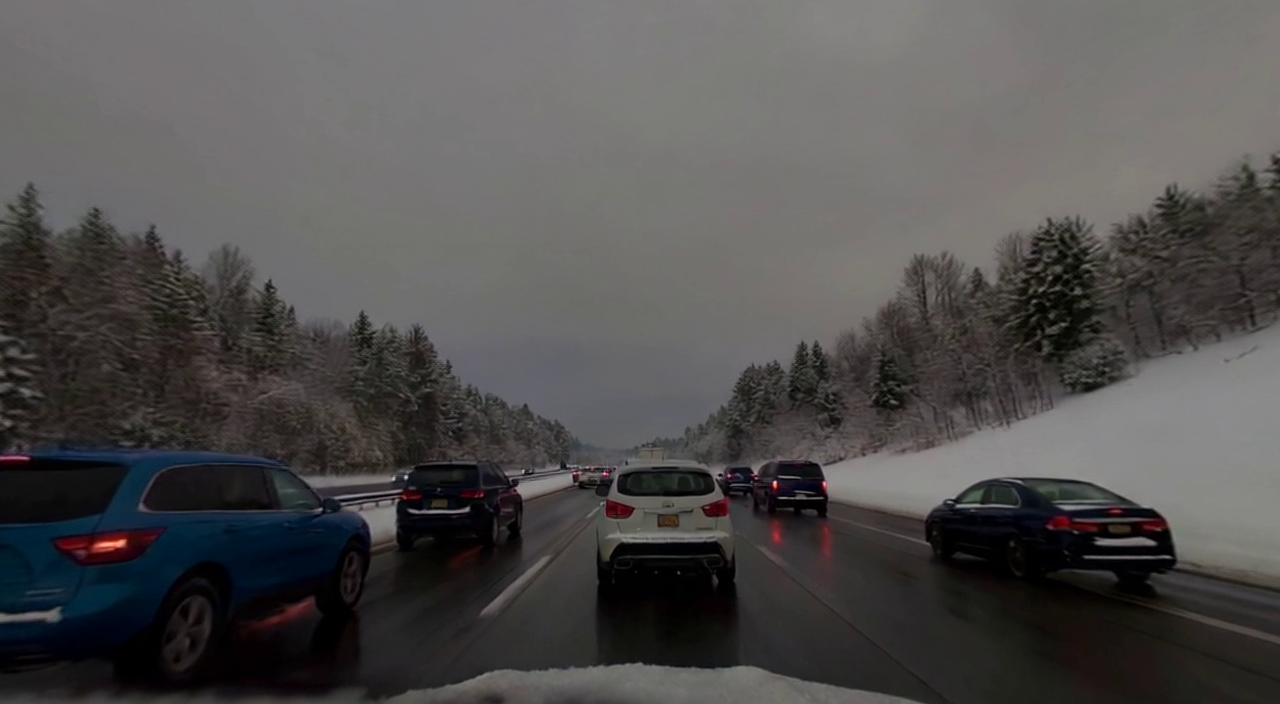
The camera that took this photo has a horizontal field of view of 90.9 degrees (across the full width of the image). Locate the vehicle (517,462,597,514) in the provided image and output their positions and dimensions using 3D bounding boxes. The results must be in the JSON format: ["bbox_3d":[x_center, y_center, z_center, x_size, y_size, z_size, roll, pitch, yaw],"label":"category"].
[{"bbox_3d":[-2.886,4.876,22.964,2.014,1.654,4.254,0,-11,4],"label":"vehicle"}]

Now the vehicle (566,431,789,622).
[{"bbox_3d":[0.372,2.007,7.999,2.057,1.725,4.126,1,-11,0],"label":"vehicle"}]

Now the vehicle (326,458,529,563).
[{"bbox_3d":[-3.564,2.777,11.696,1.960,1.502,4.593,0,-11,3],"label":"vehicle"}]

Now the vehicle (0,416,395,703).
[{"bbox_3d":[-3.776,1.431,4.776,1.994,1.556,4.263,0,-11,1],"label":"vehicle"}]

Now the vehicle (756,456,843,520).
[{"bbox_3d":[5.235,4.504,21.256,1.984,1.876,4.287,0,-11,3],"label":"vehicle"}]

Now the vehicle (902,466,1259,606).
[{"bbox_3d":[5.651,2.389,9.021,1.919,1.437,4.436,1,-11,1],"label":"vehicle"}]
